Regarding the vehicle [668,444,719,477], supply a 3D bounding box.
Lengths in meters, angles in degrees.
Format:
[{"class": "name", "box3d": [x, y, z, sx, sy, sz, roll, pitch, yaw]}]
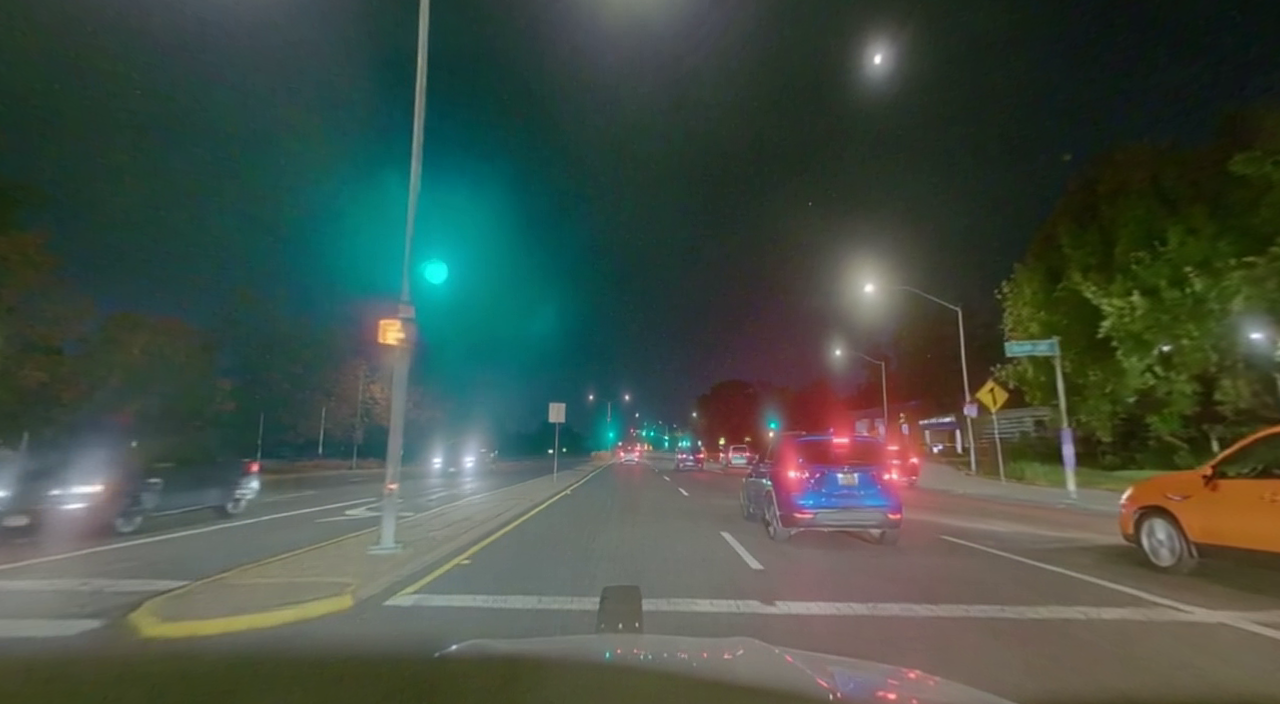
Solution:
[{"class": "vehicle", "box3d": [2.488, 5.179, 30.310, 1.980, 1.484, 4.093, 1, -8, -2]}]

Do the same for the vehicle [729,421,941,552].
[{"class": "vehicle", "box3d": [2.864, 2.081, 10.402, 2.075, 1.698, 4.142, 0, -8, -1]}]

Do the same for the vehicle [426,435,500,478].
[{"class": "vehicle", "box3d": [-9.191, 5.436, 33.172, 2.215, 2.062, 5.360, 0, -8, 1]}]

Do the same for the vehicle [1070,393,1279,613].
[{"class": "vehicle", "box3d": [6.392, 1.269, 5.292, 2.153, 1.811, 4.595, 1, -8, -2]}]

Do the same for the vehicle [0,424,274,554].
[{"class": "vehicle", "box3d": [-8.725, 2.164, 10.745, 2.115, 1.711, 4.602, 0, -8, 1]}]
